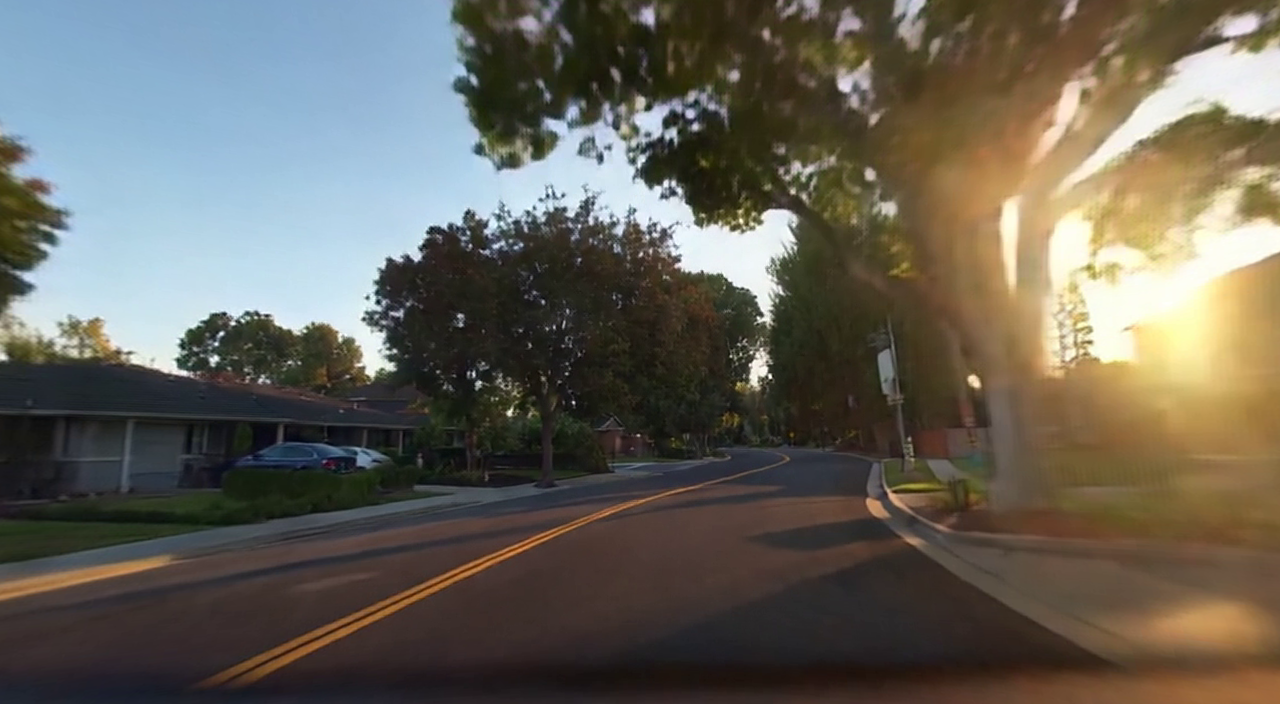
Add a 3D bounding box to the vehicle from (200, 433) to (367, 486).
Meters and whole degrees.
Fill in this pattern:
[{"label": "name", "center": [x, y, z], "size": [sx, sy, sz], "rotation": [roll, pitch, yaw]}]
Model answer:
[{"label": "vehicle", "center": [-11.989, 3.648, 21.587], "size": [4.485, 1.663, 2.111], "rotation": [2, -9, -15]}]
